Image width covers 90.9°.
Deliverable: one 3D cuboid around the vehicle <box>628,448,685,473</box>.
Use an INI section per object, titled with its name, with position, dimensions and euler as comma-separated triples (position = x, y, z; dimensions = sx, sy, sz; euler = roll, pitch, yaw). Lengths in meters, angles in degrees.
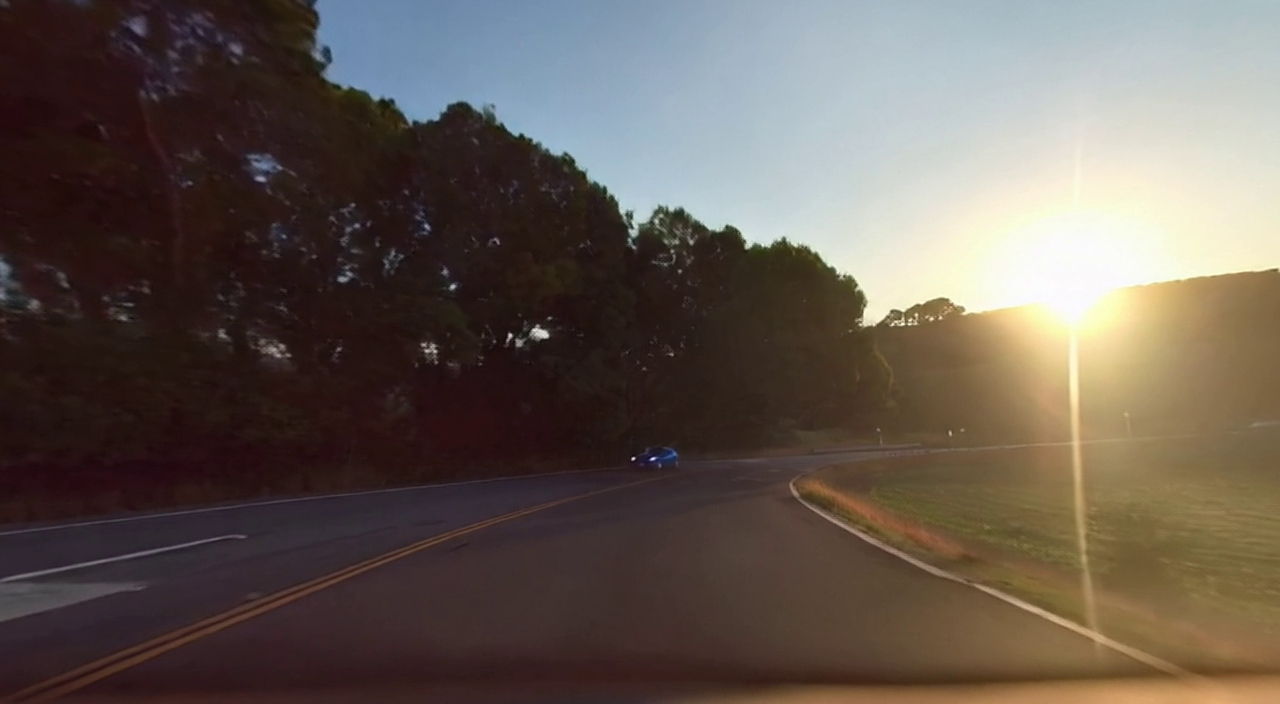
[vehicle]
position = 1.136, 6.948, 40.518
dimensions = 2.111, 1.509, 4.823
euler = -4, -10, 21
